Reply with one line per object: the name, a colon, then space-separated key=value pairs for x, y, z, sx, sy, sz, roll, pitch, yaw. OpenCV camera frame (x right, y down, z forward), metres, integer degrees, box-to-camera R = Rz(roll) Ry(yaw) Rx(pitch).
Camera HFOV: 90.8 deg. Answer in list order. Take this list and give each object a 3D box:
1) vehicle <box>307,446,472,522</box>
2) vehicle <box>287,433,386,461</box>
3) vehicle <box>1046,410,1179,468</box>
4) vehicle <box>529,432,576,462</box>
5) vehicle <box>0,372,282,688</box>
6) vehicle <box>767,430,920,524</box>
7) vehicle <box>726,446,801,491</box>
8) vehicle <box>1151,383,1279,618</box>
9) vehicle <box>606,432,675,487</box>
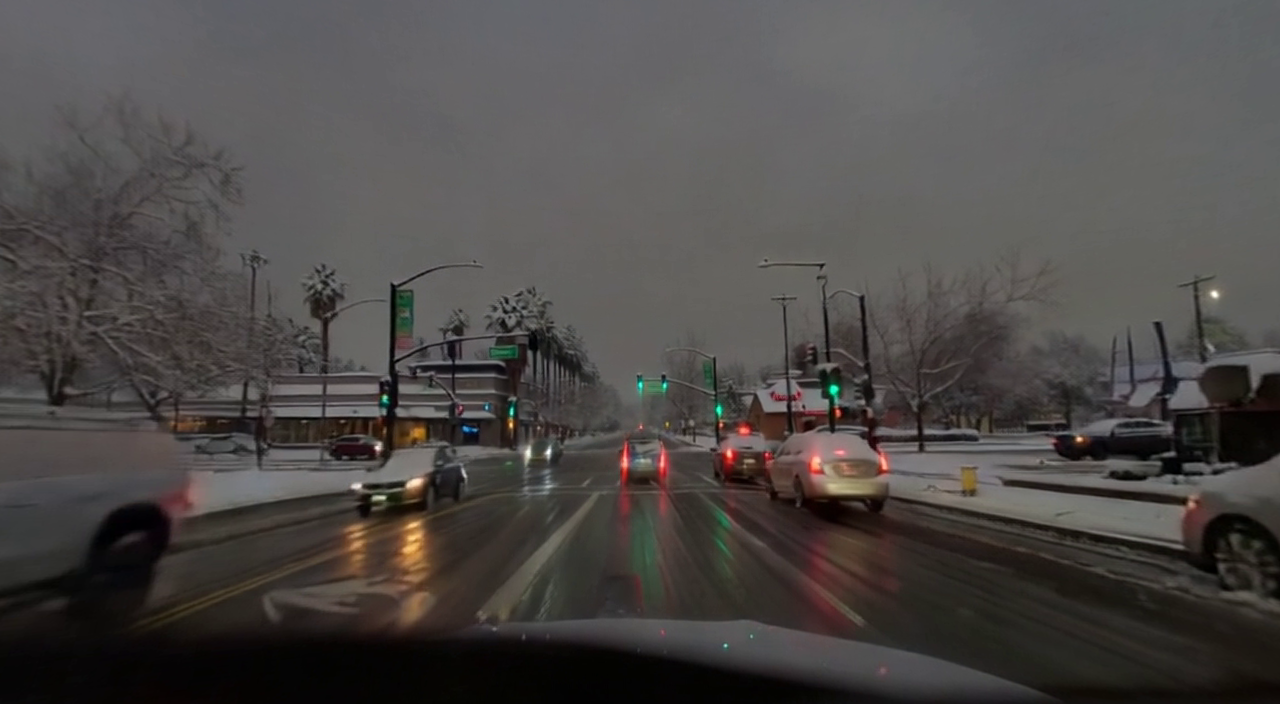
vehicle: x=-5.525 y=2.923 z=14.692 sx=2.009 sy=1.461 sz=4.484 roll=0 pitch=-8 yaw=0
vehicle: x=-20.728 y=6.501 z=43.271 sx=5.674 sy=1.804 sz=2.190 roll=-1 pitch=-8 yaw=6
vehicle: x=17.045 y=3.087 z=22.830 sx=3.704 sy=1.556 sz=1.790 roll=-4 pitch=-2 yaw=-14
vehicle: x=-5.620 y=6.214 z=41.299 sx=2.324 sy=1.808 sz=4.946 roll=0 pitch=-8 yaw=1
vehicle: x=-4.785 y=1.063 z=3.912 sx=2.341 sy=1.762 sz=4.865 roll=0 pitch=-8 yaw=-1
vehicle: x=4.231 y=2.655 z=14.006 sx=2.070 sy=1.711 sz=4.480 roll=-1 pitch=-8 yaw=3
vehicle: x=4.373 y=4.163 z=23.098 sx=1.963 sy=1.449 sz=4.653 roll=-1 pitch=-8 yaw=2
vehicle: x=6.218 y=0.987 z=3.692 sx=1.981 sy=1.893 sz=5.238 roll=0 pitch=-8 yaw=-1
vehicle: x=-0.022 y=3.886 z=23.156 sx=2.264 sy=1.798 sz=4.531 roll=0 pitch=-8 yaw=-1
